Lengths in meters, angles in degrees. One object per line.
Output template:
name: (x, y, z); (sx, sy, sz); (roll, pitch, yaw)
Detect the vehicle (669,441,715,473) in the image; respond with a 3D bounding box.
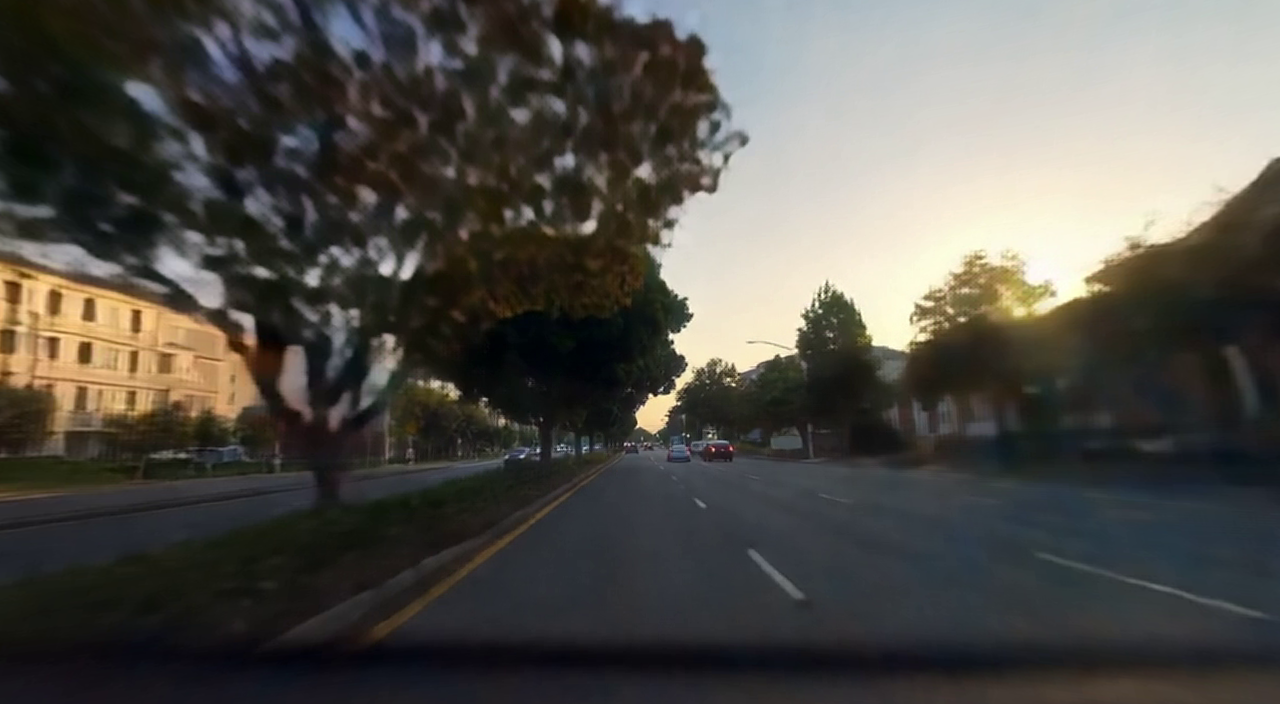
vehicle: (2.637, 5.467, 33.056); (1.917, 1.538, 4.259); (1, -8, -2)

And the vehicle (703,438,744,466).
vehicle: (5.632, 6.796, 43.046); (1.946, 1.773, 4.641); (1, -8, -2)

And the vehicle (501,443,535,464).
vehicle: (-9.552, 7.954, 49.893); (1.843, 1.564, 4.811); (0, -8, -1)
